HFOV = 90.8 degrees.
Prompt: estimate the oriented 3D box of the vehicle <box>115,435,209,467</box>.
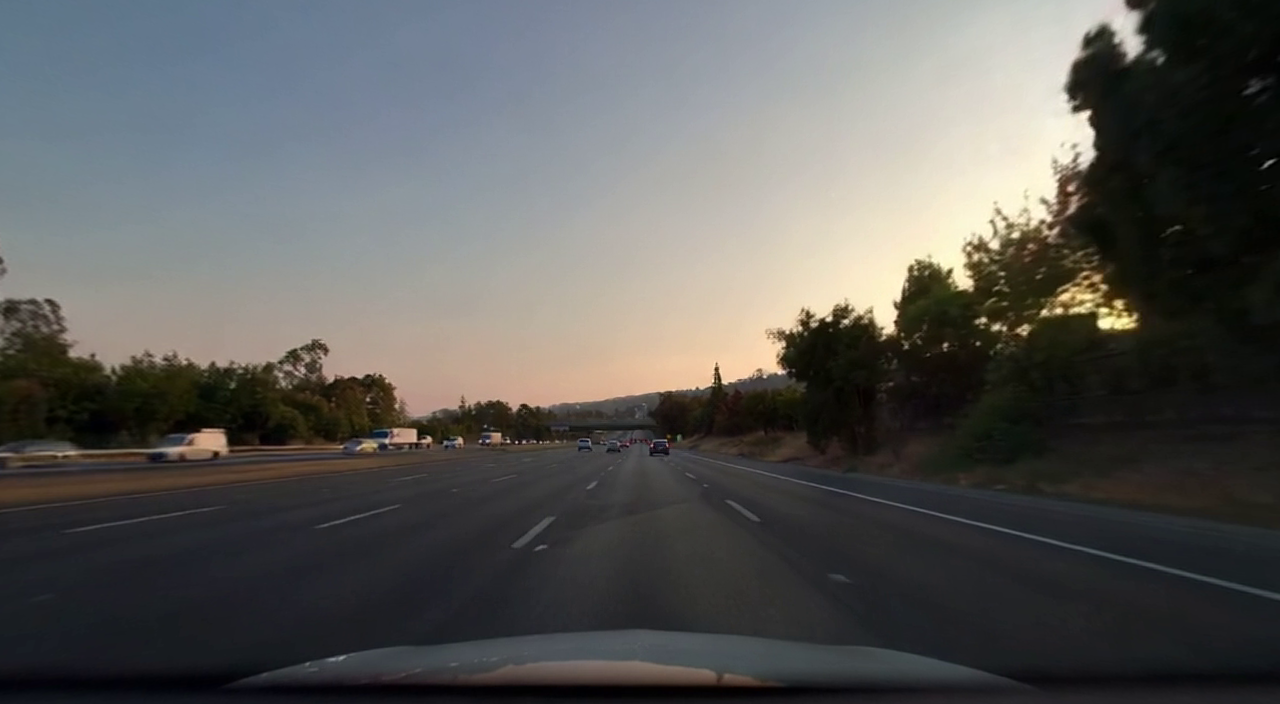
[{"bbox_3d":[-27.877,5.778,37.043,1.953,1.700,4.559,0,-8,0],"label":"vehicle"}]
